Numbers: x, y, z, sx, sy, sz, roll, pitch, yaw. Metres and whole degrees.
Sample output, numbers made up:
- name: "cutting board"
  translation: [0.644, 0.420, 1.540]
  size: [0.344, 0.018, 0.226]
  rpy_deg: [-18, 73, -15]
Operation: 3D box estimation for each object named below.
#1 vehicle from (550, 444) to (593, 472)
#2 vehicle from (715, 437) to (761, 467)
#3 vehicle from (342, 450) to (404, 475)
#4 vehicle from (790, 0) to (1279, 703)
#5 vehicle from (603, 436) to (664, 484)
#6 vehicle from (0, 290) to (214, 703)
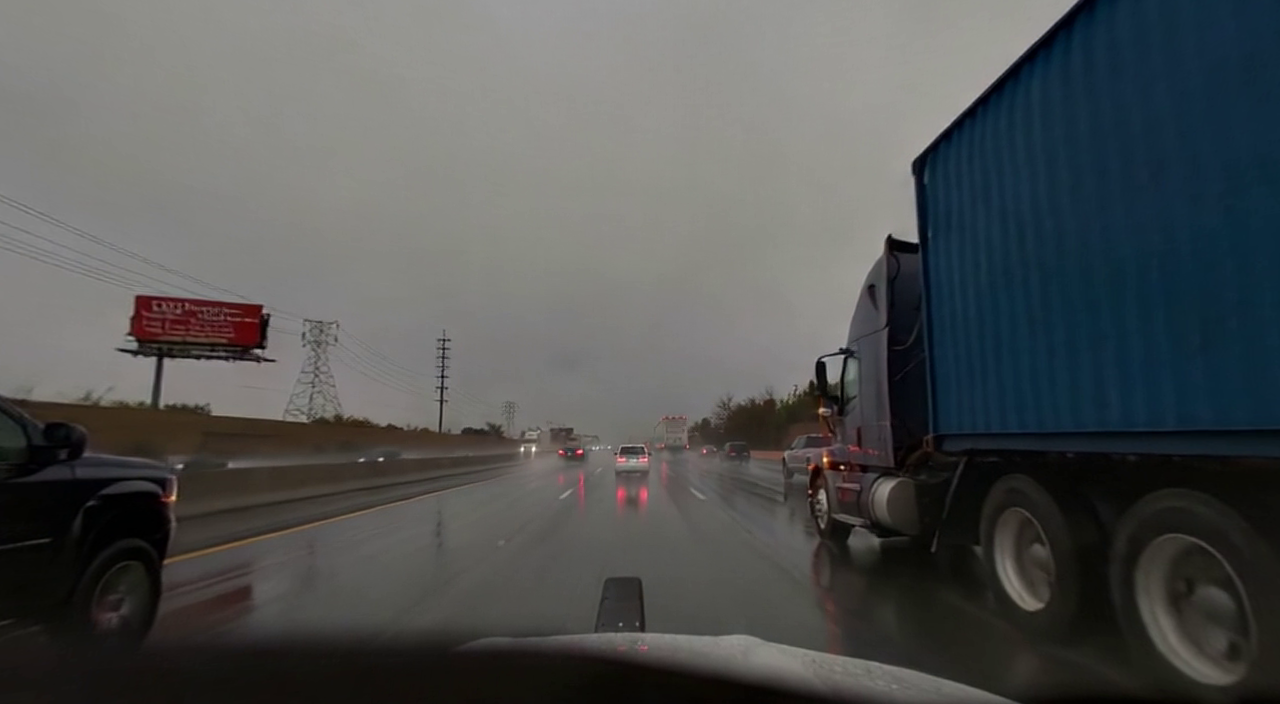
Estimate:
- name: "vehicle"
  translation: [-3.942, 6.154, 36.943]
  size: [2.025, 1.498, 4.675]
  rpy_deg: [0, -9, 0]
- name: "vehicle"
  translation: [6.955, 7.179, 45.475]
  size: [2.302, 1.973, 5.502]
  rpy_deg: [0, -9, -1]
- name: "vehicle"
  translation: [-16.993, 7.008, 40.468]
  size: [1.891, 1.476, 4.625]
  rpy_deg: [0, -9, 0]
- name: "vehicle"
  translation: [3.529, -0.050, 3.925]
  size: [3.013, 3.940, 7.933]
  rpy_deg: [0, -9, -1]
- name: "vehicle"
  translation: [-0.244, 4.177, 24.674]
  size: [2.191, 1.685, 4.015]
  rpy_deg: [0, -9, 0]
- name: "vehicle"
  translation: [-4.199, 0.496, 1.344]
  size: [2.323, 2.046, 6.006]
  rpy_deg: [0, -9, 1]
